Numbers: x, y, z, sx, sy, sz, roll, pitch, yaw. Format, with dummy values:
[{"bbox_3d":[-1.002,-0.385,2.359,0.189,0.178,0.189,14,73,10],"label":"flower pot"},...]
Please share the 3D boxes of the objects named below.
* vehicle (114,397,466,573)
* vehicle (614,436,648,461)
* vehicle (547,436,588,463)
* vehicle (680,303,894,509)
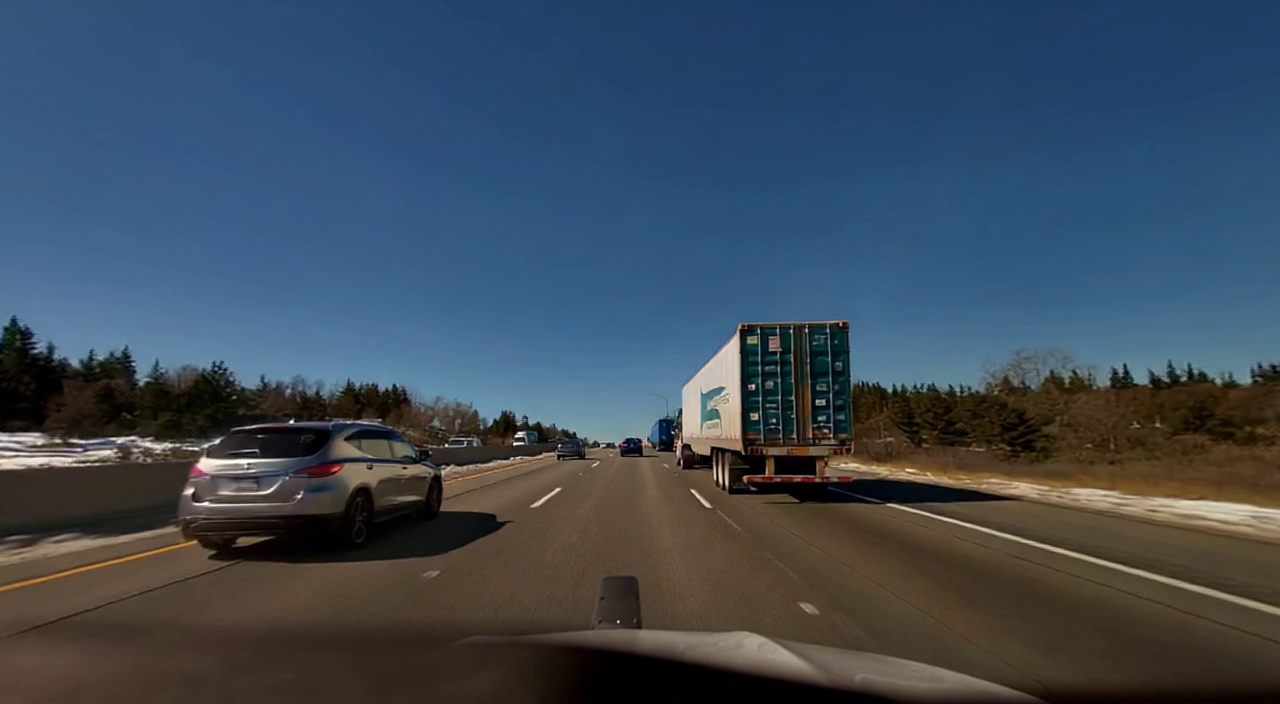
[{"bbox_3d":[-3.967,1.571,8.283,2.054,1.671,4.445,0,-8,0],"label":"vehicle"},{"bbox_3d":[-0.590,6.290,41.216,2.088,1.567,4.240,0,-8,-1],"label":"vehicle"},{"bbox_3d":[-4.379,5.959,38.669,2.021,1.514,4.190,0,-8,0],"label":"vehicle"},{"bbox_3d":[3.332,1.996,19.615,2.959,4.058,14.485,0,-8,-1],"label":"vehicle"}]
